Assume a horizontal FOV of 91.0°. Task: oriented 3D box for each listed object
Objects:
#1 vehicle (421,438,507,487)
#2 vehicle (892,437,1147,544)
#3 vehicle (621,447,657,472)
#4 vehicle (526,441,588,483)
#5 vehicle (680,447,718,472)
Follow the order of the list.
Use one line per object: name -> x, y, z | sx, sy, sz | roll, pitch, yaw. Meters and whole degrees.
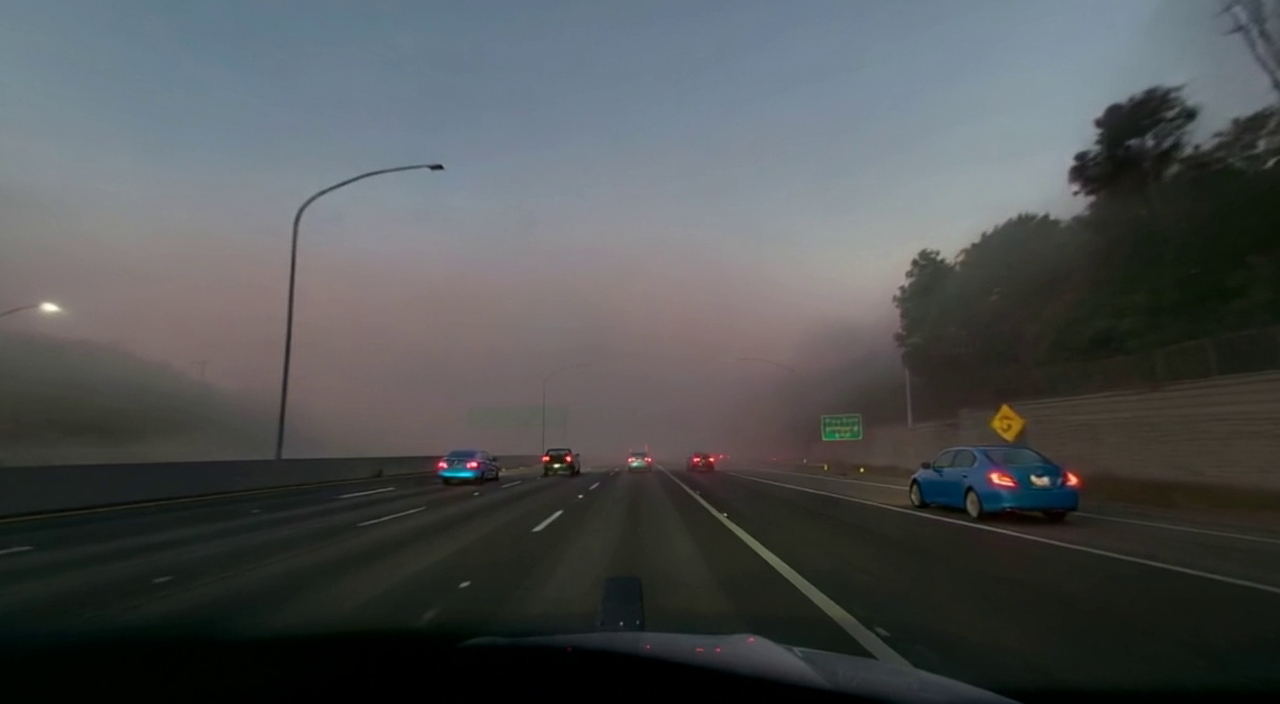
vehicle -> -6.746, 4.281, 24.684 | 2.112, 1.721, 4.381 | 0, -9, 0
vehicle -> 6.651, 2.430, 11.816 | 1.981, 1.587, 4.519 | 0, -9, 1
vehicle -> -0.065, 6.927, 40.679 | 2.166, 1.496, 4.158 | 0, -9, 0
vehicle -> -3.580, 4.822, 27.871 | 2.091, 1.664, 4.157 | 0, -9, 1
vehicle -> 3.879, 7.160, 42.118 | 2.077, 1.527, 4.553 | 0, -9, 0
